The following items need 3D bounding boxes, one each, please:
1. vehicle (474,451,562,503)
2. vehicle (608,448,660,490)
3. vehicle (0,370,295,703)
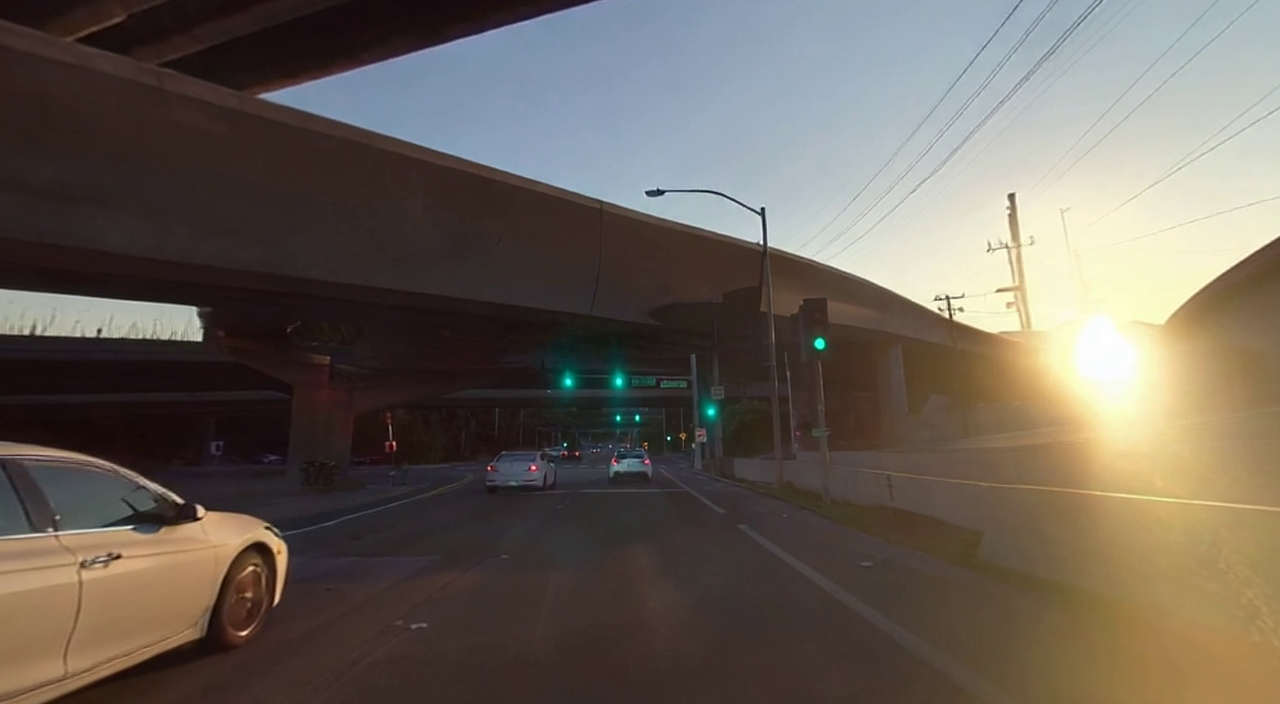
[{"bbox_3d":[-3.756,3.906,20.213,1.946,1.437,4.154,0,-9,0],"label":"vehicle"},{"bbox_3d":[-0.241,4.811,26.257,1.985,1.565,3.968,0,-9,-1],"label":"vehicle"},{"bbox_3d":[-3.515,0.904,2.437,1.925,1.666,4.271,0,-9,0],"label":"vehicle"}]
